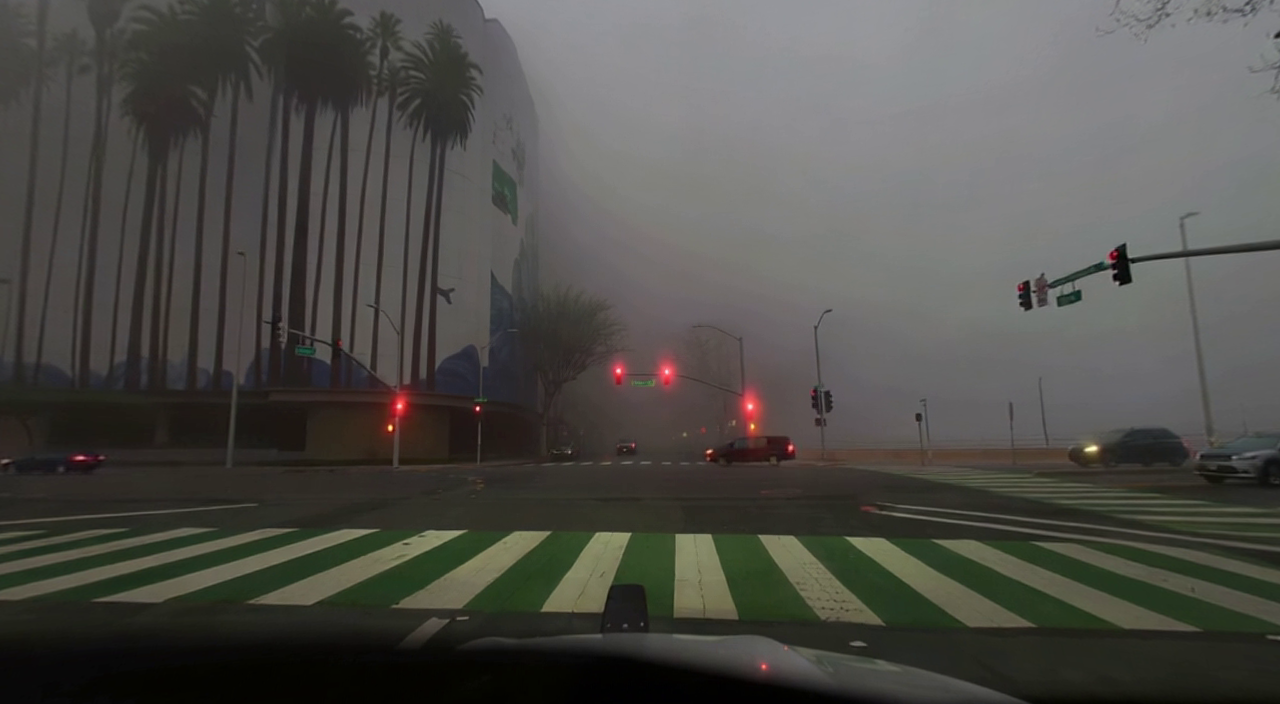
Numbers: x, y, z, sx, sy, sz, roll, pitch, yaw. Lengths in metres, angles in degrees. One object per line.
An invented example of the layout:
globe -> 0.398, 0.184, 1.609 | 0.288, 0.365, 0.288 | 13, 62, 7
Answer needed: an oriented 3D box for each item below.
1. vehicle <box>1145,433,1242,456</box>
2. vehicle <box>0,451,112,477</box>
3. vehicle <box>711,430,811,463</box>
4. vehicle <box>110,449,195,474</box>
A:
vehicle -> 36.132, 6.028, 41.212 | 4.606, 1.449, 1.687 | 0, -8, 2
vehicle -> -33.956, 6.470, 36.564 | 4.893, 1.458, 1.791 | 0, -8, -3
vehicle -> 7.051, 5.567, 37.227 | 5.477, 1.880, 2.125 | 0, -8, 1
vehicle -> -33.037, 7.412, 42.780 | 4.136, 1.661, 1.857 | 0, -8, 1
